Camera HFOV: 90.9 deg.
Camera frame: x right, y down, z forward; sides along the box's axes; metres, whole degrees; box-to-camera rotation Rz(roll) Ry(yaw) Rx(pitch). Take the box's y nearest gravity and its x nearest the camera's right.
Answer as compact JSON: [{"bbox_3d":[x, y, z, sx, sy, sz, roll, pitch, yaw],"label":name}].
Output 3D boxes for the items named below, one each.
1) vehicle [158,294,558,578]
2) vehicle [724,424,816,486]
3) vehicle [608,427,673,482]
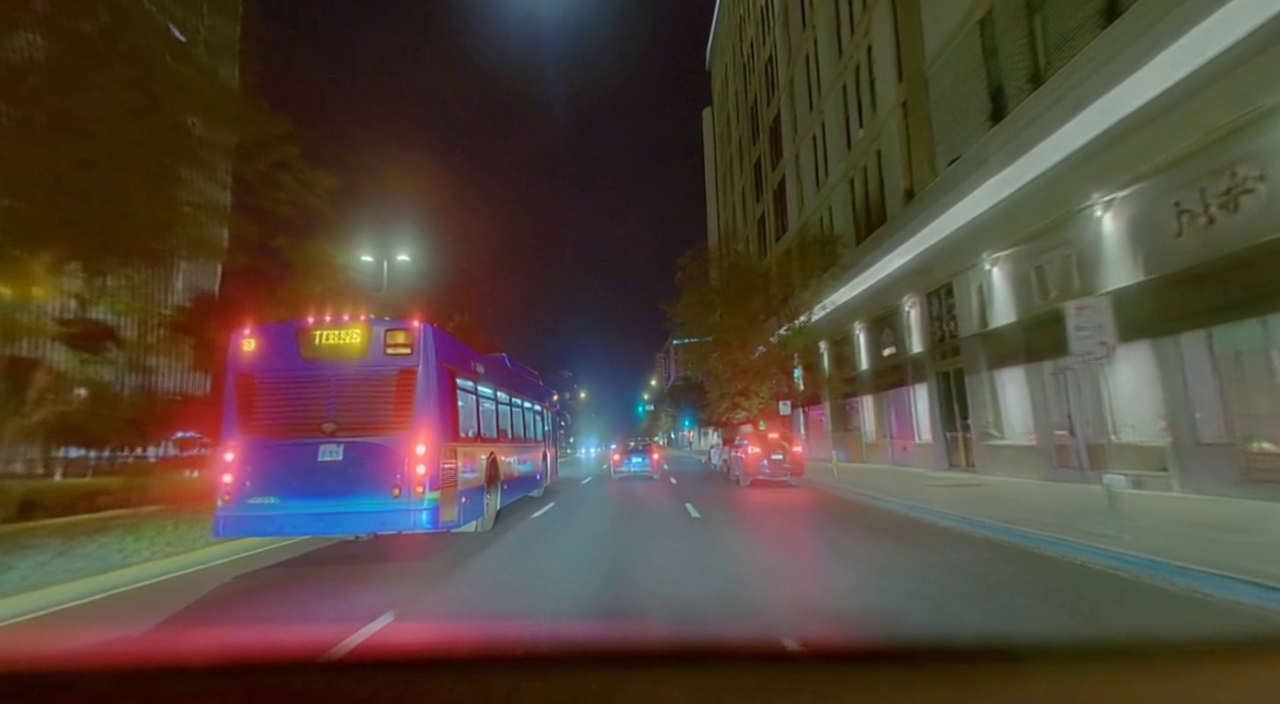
[{"bbox_3d":[-3.388,1.381,10.741,2.920,2.884,8.588,0,-8,-1],"label":"vehicle"},{"bbox_3d":[4.133,3.378,20.914,2.138,1.787,4.522,0,-8,1],"label":"vehicle"},{"bbox_3d":[0.043,3.601,22.365,2.120,1.727,3.917,0,-8,1],"label":"vehicle"}]
